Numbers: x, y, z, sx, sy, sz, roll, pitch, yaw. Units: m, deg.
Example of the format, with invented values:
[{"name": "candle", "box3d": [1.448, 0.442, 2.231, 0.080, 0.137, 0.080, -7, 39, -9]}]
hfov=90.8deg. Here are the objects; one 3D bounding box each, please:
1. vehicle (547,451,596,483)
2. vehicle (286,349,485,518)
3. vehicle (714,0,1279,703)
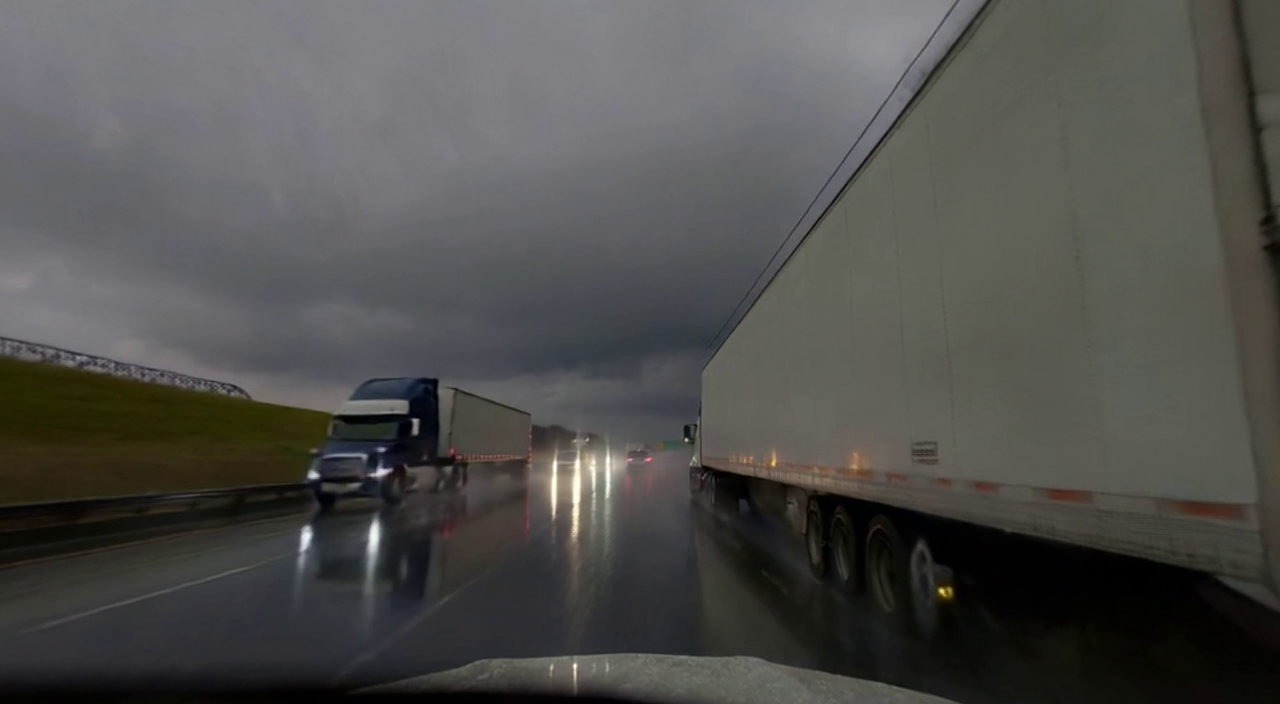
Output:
[{"name": "vehicle", "box3d": [-3.629, 6.206, 34.284, 2.088, 1.589, 4.464, 0, -9, 1]}, {"name": "vehicle", "box3d": [-6.705, 2.342, 17.865, 3.004, 3.974, 5.891, 0, -9, 0]}, {"name": "vehicle", "box3d": [3.397, 0.753, 8.789, 2.845, 4.071, 14.008, 0, -9, -1]}]
